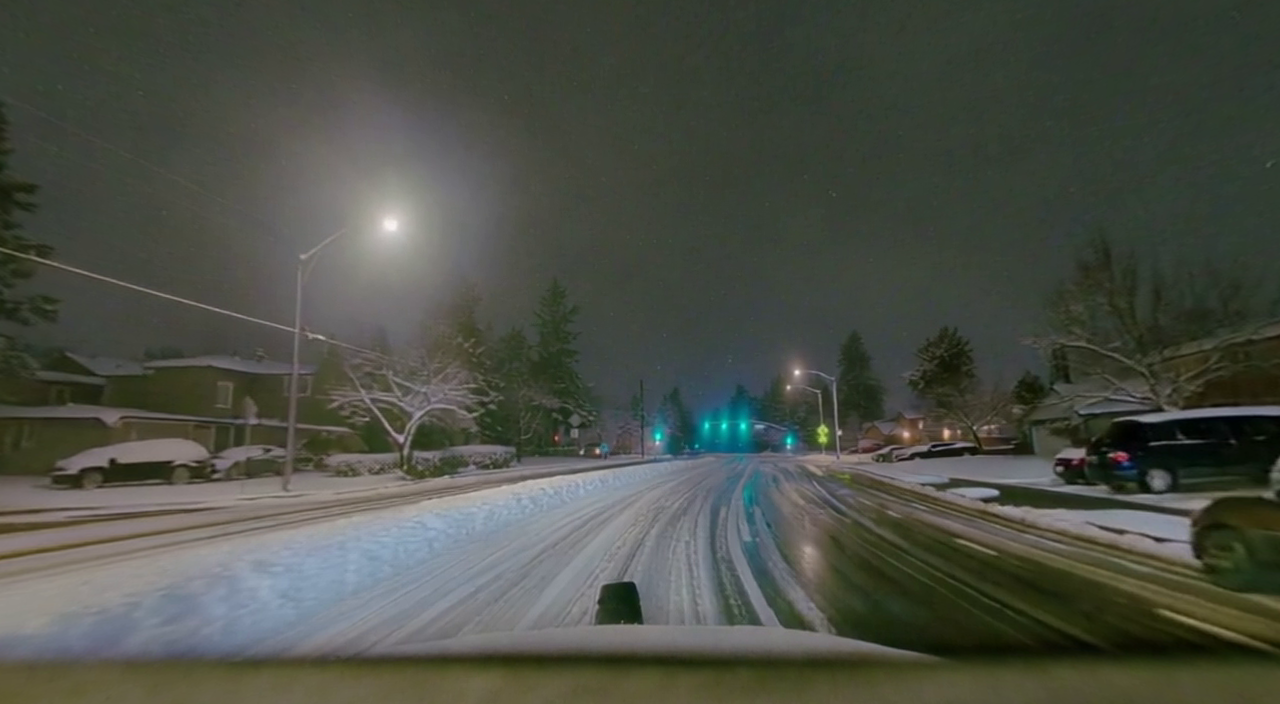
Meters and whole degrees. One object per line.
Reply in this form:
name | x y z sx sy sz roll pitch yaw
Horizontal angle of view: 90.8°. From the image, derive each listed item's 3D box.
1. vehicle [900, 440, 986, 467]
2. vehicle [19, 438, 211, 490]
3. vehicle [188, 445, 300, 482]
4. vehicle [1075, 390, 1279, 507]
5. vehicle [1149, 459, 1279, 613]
vehicle | 21.041 7.081 44.098 4.854 1.803 2.179 -1 -9 5
vehicle | -19.327 4.161 23.483 2.076 1.703 5.095 -8 -13 42
vehicle | -17.793 5.005 28.618 1.786 1.500 4.021 -3 -9 15
vehicle | 15.197 2.565 16.832 5.083 2.829 2.600 -2 -9 10
vehicle | 7.445 1.813 5.701 1.999 1.518 4.609 3 -9 2
